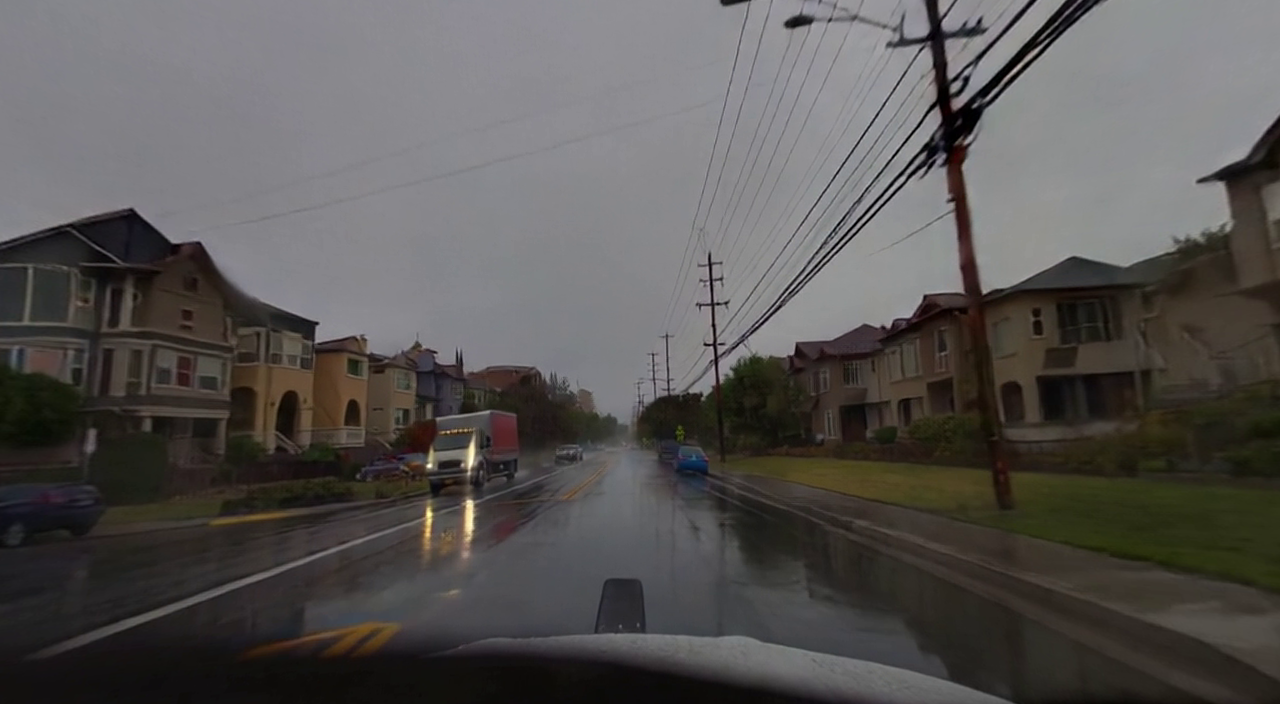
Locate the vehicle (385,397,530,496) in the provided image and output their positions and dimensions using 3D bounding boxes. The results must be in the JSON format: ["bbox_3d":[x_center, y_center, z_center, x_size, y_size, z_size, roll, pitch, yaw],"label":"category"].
[{"bbox_3d":[-6.666,3.685,24.700,3.197,3.187,7.847,-1,-9,1],"label":"vehicle"}]

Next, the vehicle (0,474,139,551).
[{"bbox_3d":[-15.182,3.859,15.370,4.204,1.626,1.874,1,-9,-5],"label":"vehicle"}]

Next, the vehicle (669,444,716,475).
[{"bbox_3d":[2.671,5.609,33.181,1.890,1.463,4.952,0,-9,-1],"label":"vehicle"}]
